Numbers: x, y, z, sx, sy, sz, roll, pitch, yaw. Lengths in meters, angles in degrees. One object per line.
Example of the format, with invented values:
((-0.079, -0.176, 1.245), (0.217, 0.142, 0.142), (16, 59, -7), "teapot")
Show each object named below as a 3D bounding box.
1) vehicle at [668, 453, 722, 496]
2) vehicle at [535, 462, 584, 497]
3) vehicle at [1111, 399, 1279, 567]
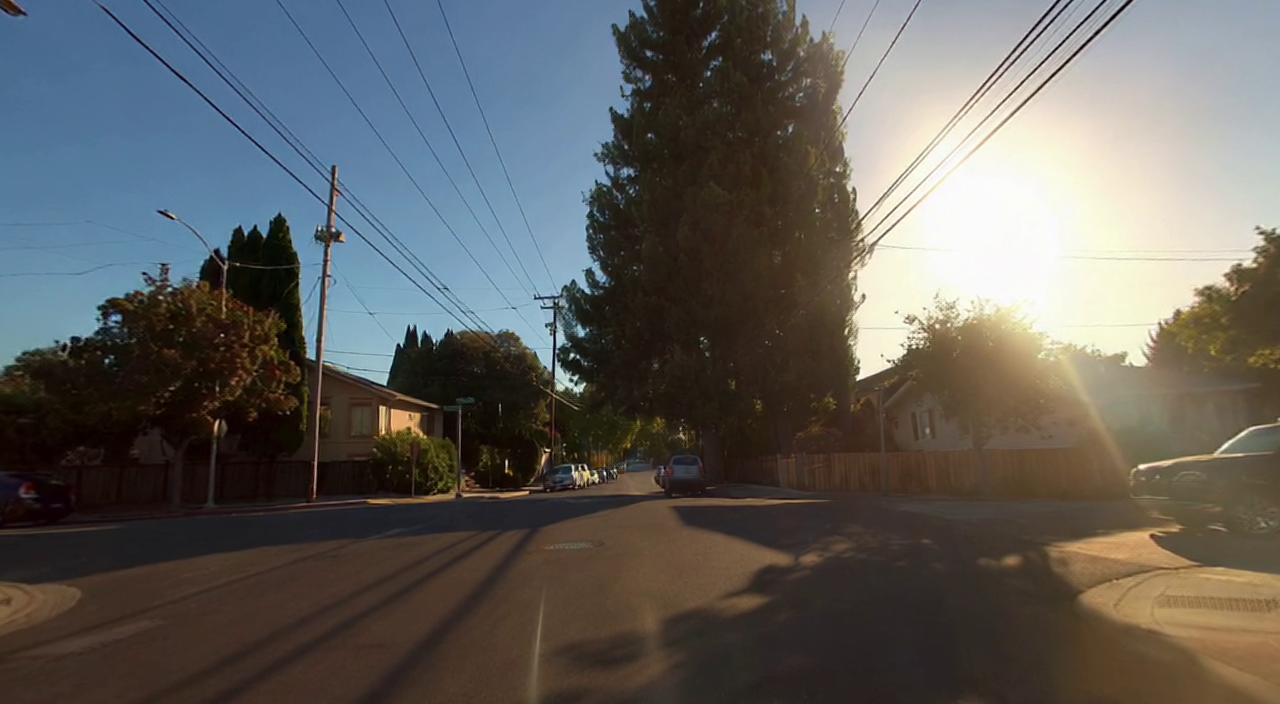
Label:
((2.589, 5.957, 31.067), (2.051, 1.874, 4.459), (0, -8, -3), "vehicle")
((-4.299, 6.933, 34.610), (2.189, 1.771, 4.571), (0, -10, -1), "vehicle")
((9.703, 1.685, 8.547), (4.677, 1.949, 2.334), (-1, -8, 3), "vehicle")
